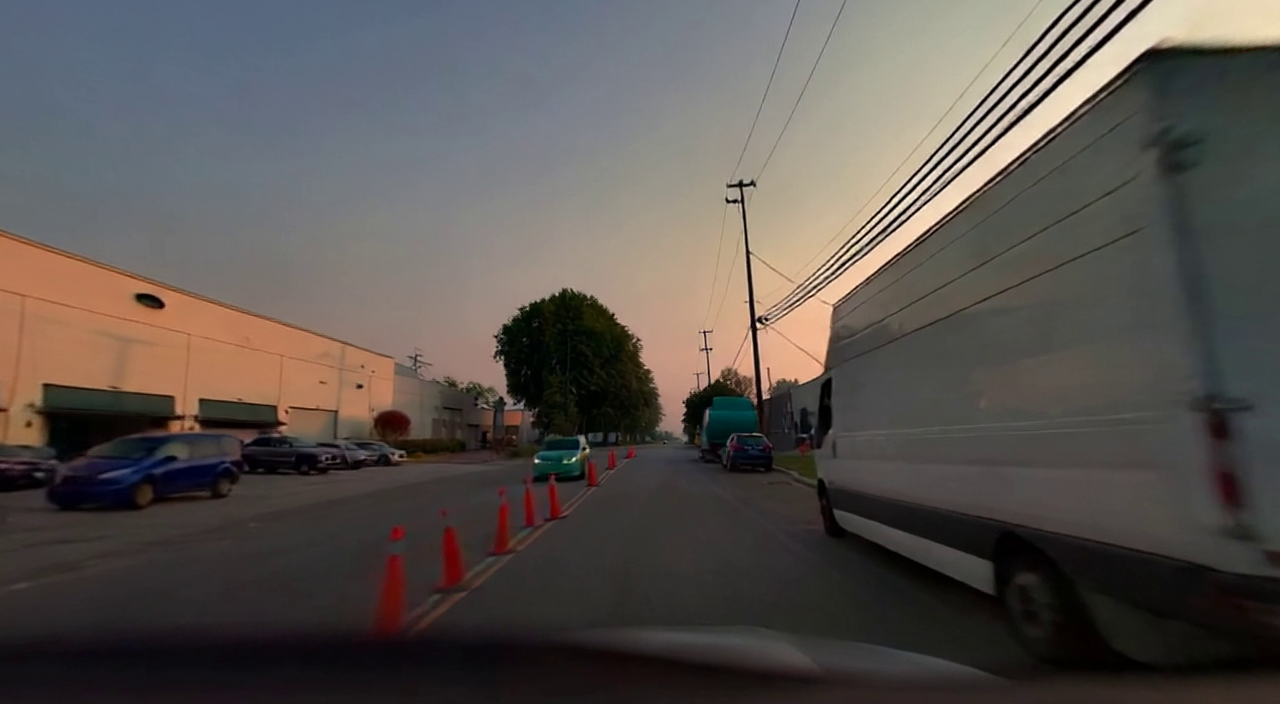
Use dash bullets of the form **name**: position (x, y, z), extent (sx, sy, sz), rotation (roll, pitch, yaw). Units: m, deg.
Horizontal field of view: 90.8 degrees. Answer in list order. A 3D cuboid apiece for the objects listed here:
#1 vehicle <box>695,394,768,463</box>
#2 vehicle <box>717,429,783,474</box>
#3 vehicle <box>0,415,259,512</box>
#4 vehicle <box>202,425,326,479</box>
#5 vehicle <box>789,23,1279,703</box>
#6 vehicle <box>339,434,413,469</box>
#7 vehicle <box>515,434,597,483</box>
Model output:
- **vehicle**: position (4.694, 4.180, 33.897), extent (3.058, 3.269, 7.674), rotation (0, -8, 2)
- **vehicle**: position (4.471, 4.122, 26.338), extent (1.892, 1.696, 4.332), rotation (0, -8, -1)
- **vehicle**: position (-12.301, 2.660, 15.701), extent (2.287, 1.975, 5.511), rotation (0, -8, -1)
- **vehicle**: position (-16.185, 4.383, 27.669), extent (2.150, 1.999, 5.425), rotation (3, -9, -2)
- **vehicle**: position (3.876, 0.681, 6.277), extent (2.871, 3.301, 7.433), rotation (0, -8, -1)
- **vehicle**: position (-13.821, 5.227, 33.389), extent (2.078, 1.674, 4.652), rotation (-1, -8, -2)
- **vehicle**: position (-2.729, 3.573, 21.655), extent (1.988, 1.479, 4.485), rotation (-1, -8, 3)
